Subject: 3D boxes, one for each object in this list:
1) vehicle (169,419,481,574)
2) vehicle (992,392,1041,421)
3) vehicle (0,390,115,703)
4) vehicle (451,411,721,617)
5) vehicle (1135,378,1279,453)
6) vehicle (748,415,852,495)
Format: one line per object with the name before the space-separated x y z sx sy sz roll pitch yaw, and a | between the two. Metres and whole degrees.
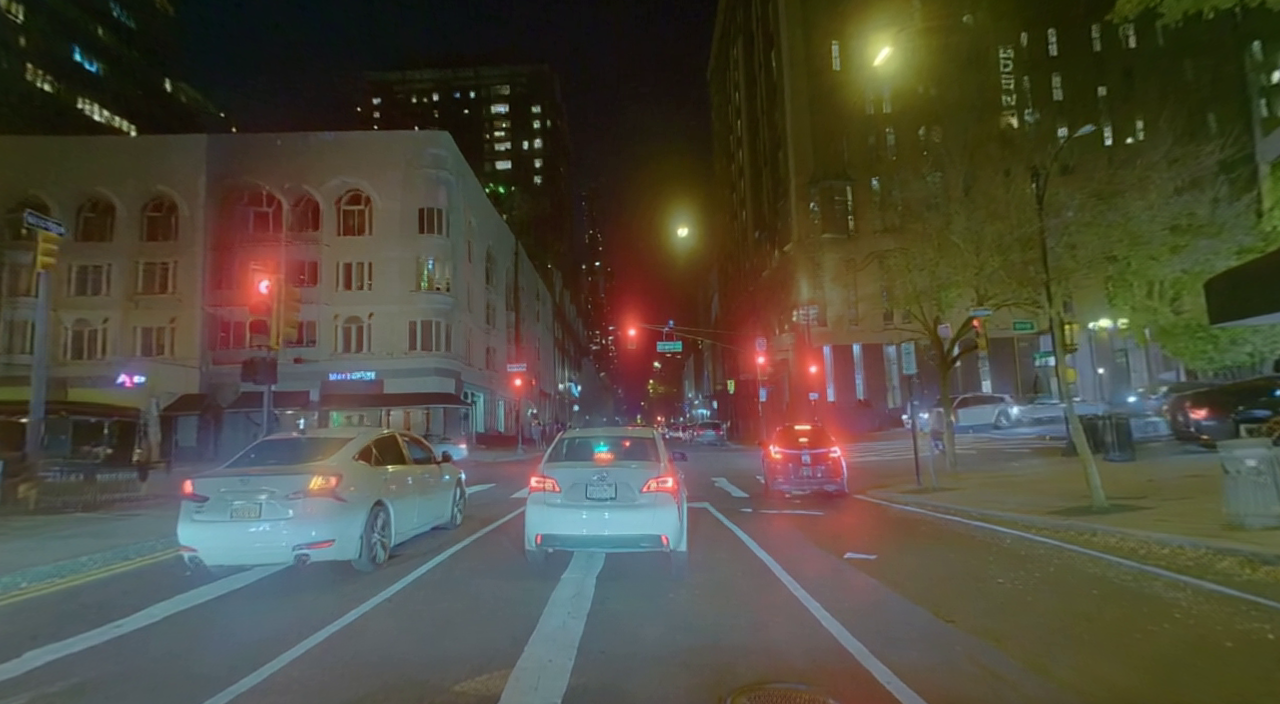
vehicle | -3.685 1.755 8.486 1.934 1.522 4.287 0 -8 0
vehicle | 26.579 3.908 44.528 1.979 1.769 4.657 -7 -11 40
vehicle | -3.907 0.699 1.194 1.995 1.524 4.438 0 -8 0
vehicle | -0.418 1.496 6.730 1.999 1.520 3.896 0 -8 -1
vehicle | 21.627 2.359 22.882 5.863 2.493 2.354 2 -9 -12
vehicle | 3.756 2.513 15.633 1.958 1.667 4.392 -1 -9 7
